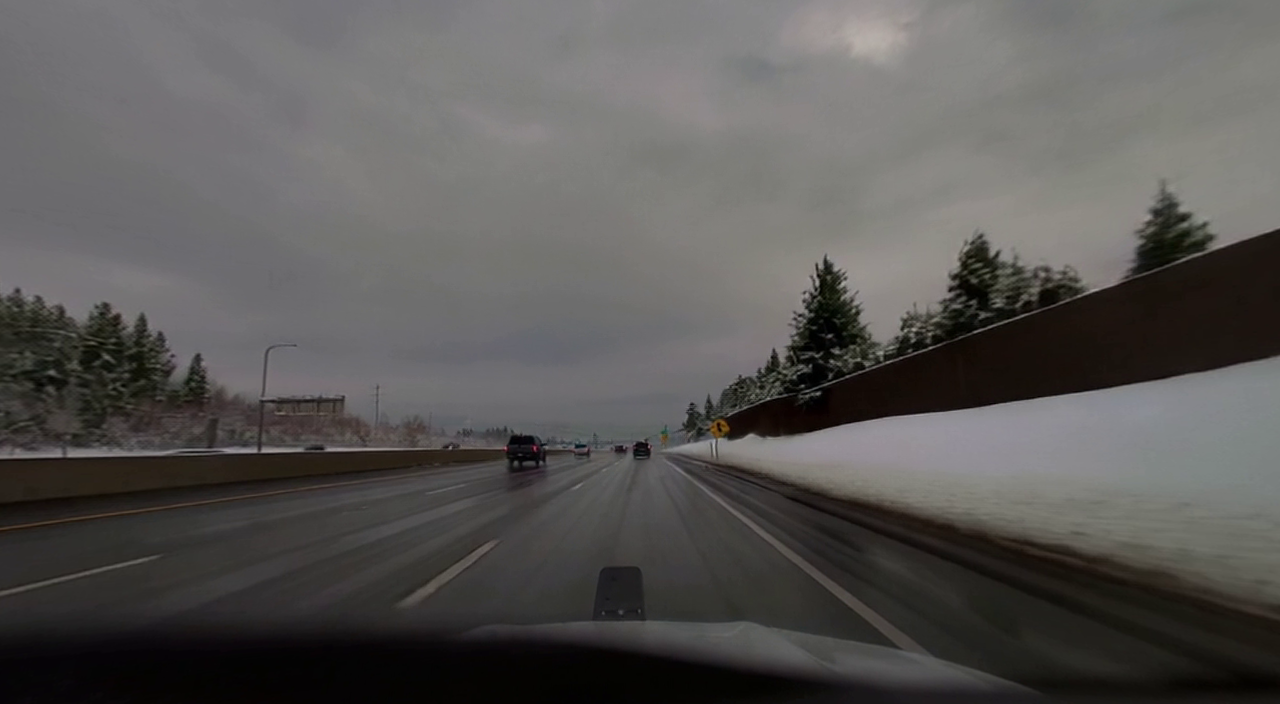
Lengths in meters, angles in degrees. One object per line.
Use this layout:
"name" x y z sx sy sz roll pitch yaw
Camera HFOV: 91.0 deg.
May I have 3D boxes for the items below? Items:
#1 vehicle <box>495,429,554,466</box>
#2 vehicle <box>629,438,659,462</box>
"vehicle" -6.692 5.655 37.303 2.438 1.967 5.596 0 -8 0
"vehicle" 0.260 7.416 47.720 2.141 1.706 4.065 0 -8 -1
